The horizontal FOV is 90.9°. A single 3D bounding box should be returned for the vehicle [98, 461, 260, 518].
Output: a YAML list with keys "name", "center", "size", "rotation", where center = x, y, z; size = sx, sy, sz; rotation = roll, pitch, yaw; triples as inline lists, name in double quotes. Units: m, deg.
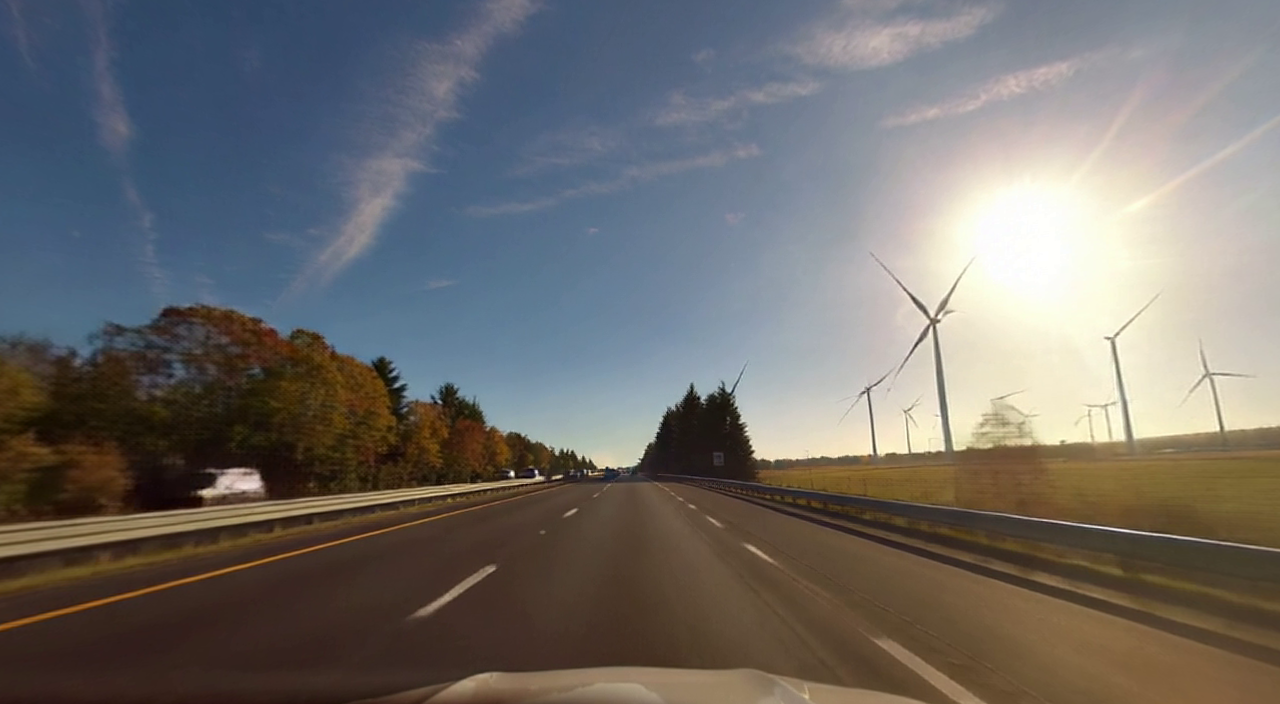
- name: "vehicle"
  center: [-17.052, 5.097, 23.756]
  size: [2.125, 1.861, 5.167]
  rotation: [1, -11, 0]
